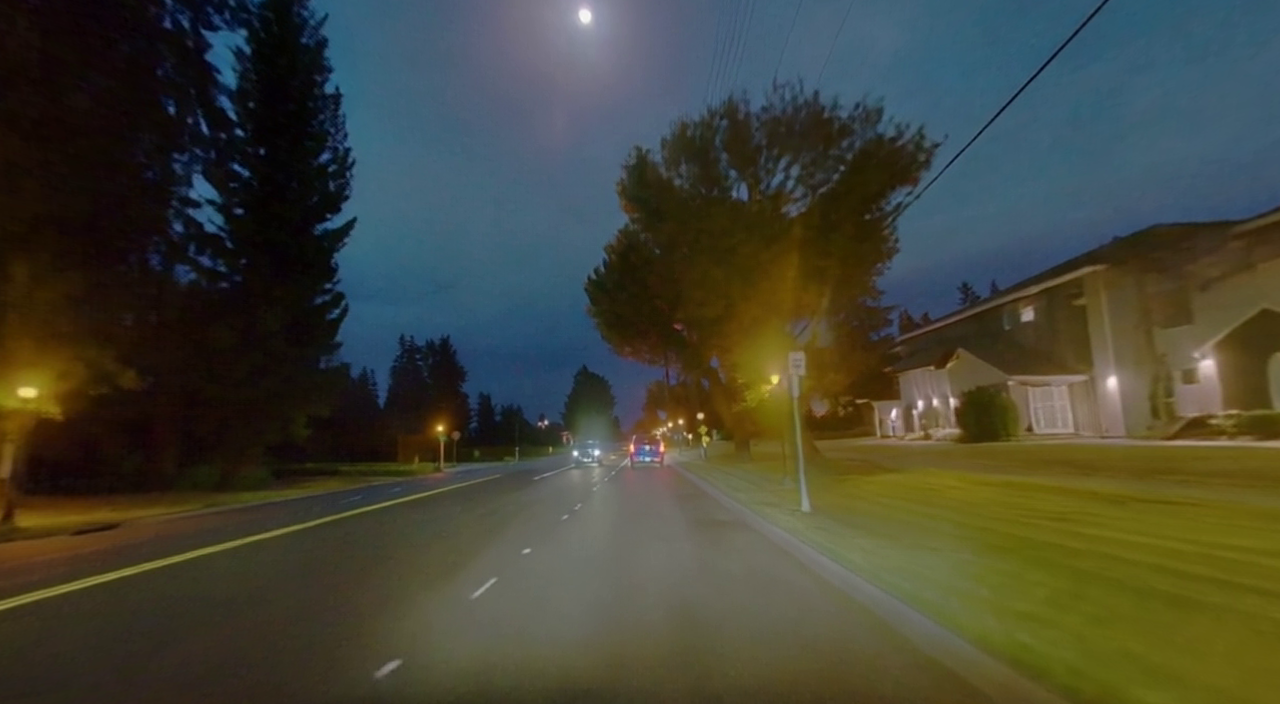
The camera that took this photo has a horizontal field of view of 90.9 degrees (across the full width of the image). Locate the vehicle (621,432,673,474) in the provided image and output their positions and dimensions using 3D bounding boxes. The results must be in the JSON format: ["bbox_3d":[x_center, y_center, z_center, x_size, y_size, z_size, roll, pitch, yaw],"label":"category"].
[{"bbox_3d":[0.280,4.478,28.001,2.120,1.718,3.909,0,-9,0],"label":"vehicle"}]

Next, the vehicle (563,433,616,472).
[{"bbox_3d":[-2.407,4.973,31.284,2.157,1.765,4.303,0,-9,2],"label":"vehicle"}]
